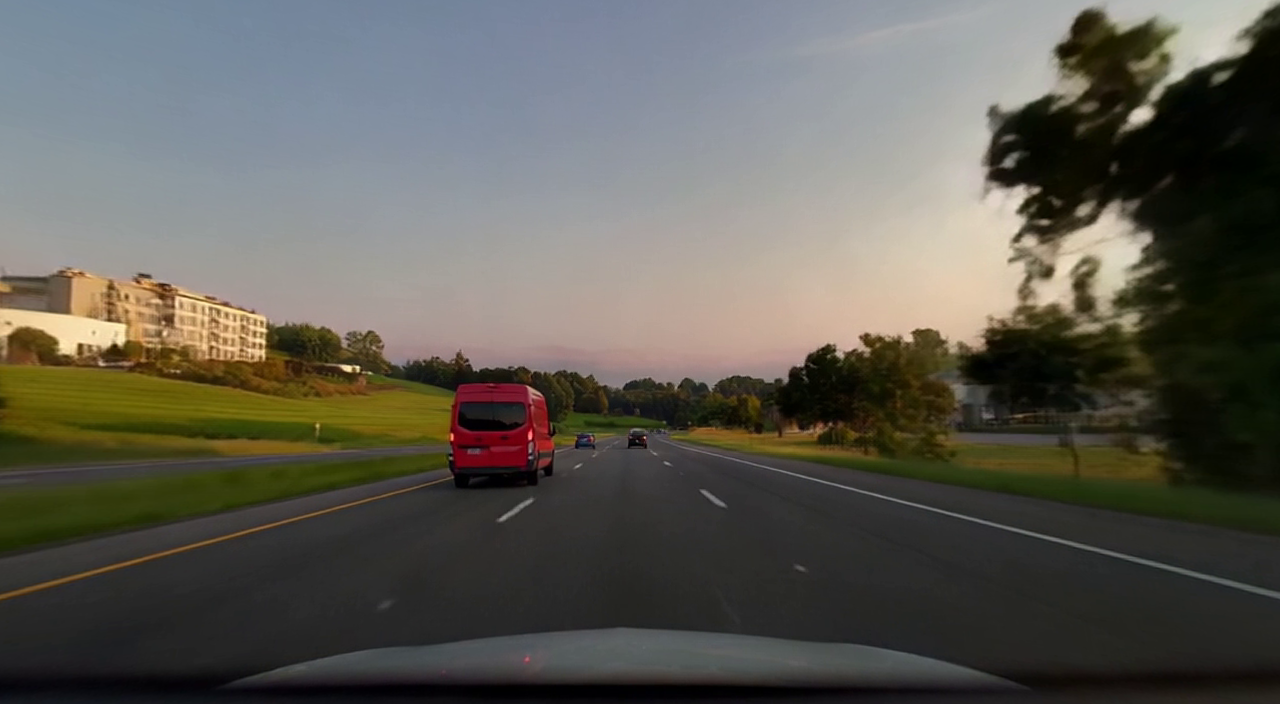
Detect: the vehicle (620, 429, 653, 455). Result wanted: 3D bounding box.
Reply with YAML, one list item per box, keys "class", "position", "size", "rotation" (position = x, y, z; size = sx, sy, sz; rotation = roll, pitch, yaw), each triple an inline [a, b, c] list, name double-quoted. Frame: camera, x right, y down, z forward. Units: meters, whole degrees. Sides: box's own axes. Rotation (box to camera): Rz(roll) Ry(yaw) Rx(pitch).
- class: "vehicle"
  position: [-0.250, 6.000, 42.118]
  size: [2.104, 1.646, 4.176]
  rotation: [0, -8, -1]

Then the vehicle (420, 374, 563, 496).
- class: "vehicle"
  position: [-3.493, 2.134, 16.267]
  size: [2.424, 2.577, 5.828]
  rotation: [0, -8, -2]
